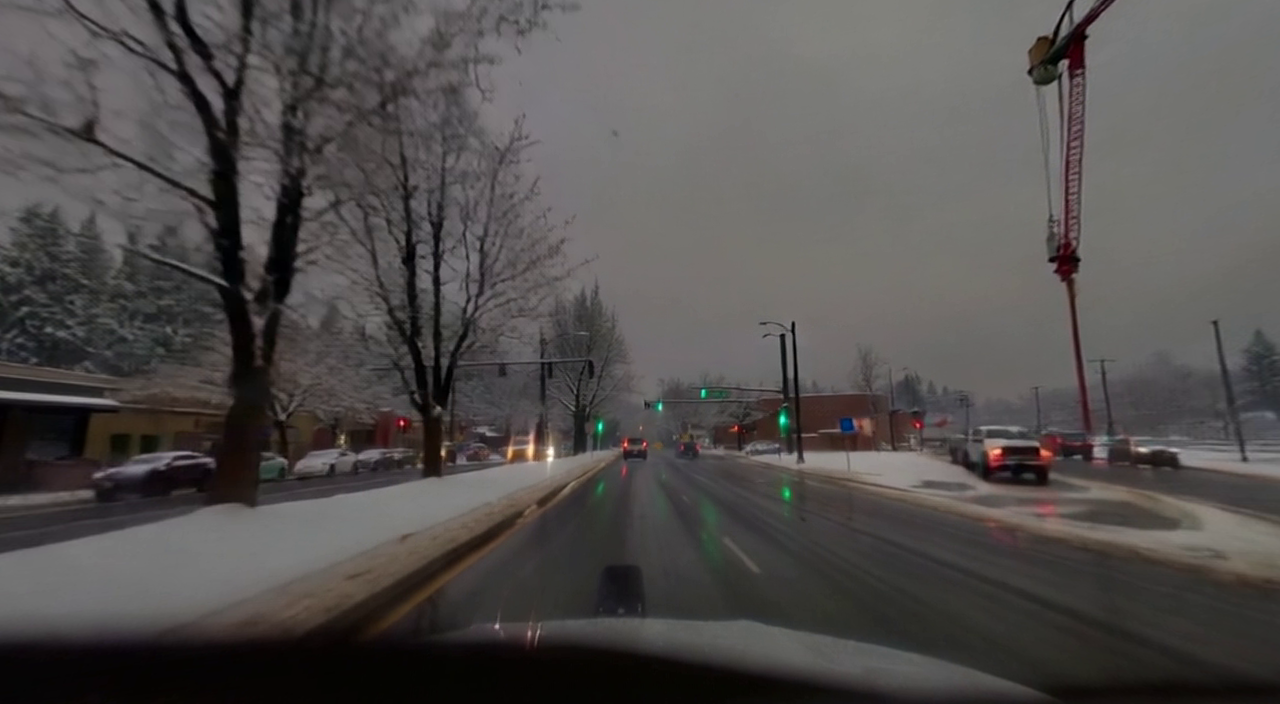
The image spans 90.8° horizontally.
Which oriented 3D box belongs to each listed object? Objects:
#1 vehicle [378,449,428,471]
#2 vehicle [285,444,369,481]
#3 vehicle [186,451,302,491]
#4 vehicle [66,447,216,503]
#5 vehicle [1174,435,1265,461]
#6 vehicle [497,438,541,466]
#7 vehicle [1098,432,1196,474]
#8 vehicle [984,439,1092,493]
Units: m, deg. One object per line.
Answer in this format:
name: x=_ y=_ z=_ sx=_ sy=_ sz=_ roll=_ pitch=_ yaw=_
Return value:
vehicle: x=-16.664 y=7.617 z=44.698 sx=1.804 sy=1.467 sz=4.489 roll=0 pitch=-9 yaw=0
vehicle: x=-16.366 y=5.787 z=33.365 sx=2.070 sy=1.774 sz=4.549 roll=0 pitch=-9 yaw=0
vehicle: x=-16.449 y=4.934 z=26.585 sx=1.780 sy=1.493 sz=4.703 roll=0 pitch=-9 yaw=1
vehicle: x=-16.467 y=4.033 z=21.163 sx=1.808 sy=1.670 sz=3.937 roll=0 pitch=-9 yaw=-1
vehicle: x=35.785 y=5.937 z=39.101 sx=3.656 sy=1.497 sz=1.727 roll=-3 pitch=-9 yaw=17
vehicle: x=-8.962 y=7.418 z=47.150 sx=2.227 sy=1.956 sz=4.978 roll=0 pitch=-9 yaw=1
vehicle: x=25.553 y=5.090 z=32.090 sx=2.159 sy=1.920 sz=4.948 roll=-3 pitch=-9 yaw=18
vehicle: x=12.530 y=3.580 z=20.240 sx=1.961 sy=1.485 sz=4.762 roll=-3 pitch=-9 yaw=21
